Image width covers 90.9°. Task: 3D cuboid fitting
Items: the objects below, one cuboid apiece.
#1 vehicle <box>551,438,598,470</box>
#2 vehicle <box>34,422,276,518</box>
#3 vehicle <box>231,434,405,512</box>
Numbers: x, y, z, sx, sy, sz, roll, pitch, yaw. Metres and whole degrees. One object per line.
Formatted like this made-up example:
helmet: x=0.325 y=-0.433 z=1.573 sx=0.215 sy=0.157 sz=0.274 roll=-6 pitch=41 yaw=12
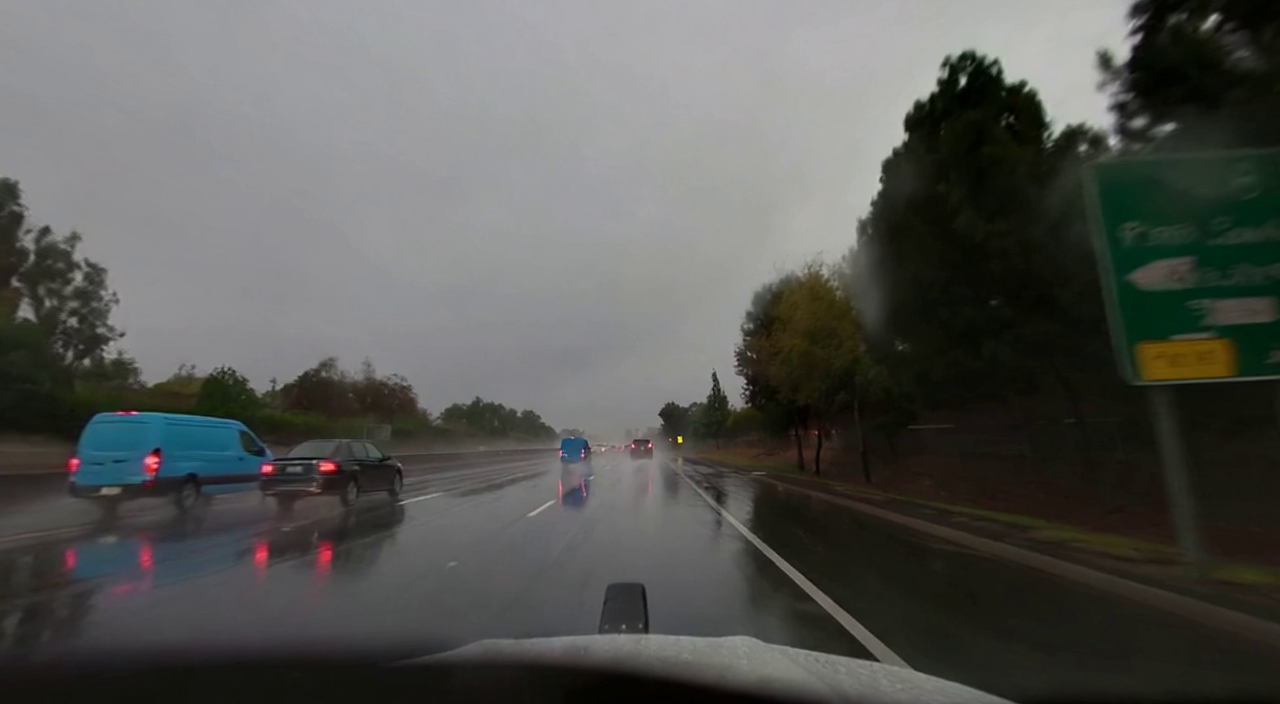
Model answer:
vehicle: x=-4.044 y=6.401 z=39.813 sx=2.313 sy=1.852 sz=4.775 roll=0 pitch=-8 yaw=2
vehicle: x=-10.837 y=2.650 z=14.672 sx=1.977 sy=1.870 sz=4.525 roll=0 pitch=-8 yaw=0
vehicle: x=-7.455 y=2.820 z=15.172 sx=2.014 sy=1.598 sz=4.015 roll=0 pitch=-8 yaw=1
